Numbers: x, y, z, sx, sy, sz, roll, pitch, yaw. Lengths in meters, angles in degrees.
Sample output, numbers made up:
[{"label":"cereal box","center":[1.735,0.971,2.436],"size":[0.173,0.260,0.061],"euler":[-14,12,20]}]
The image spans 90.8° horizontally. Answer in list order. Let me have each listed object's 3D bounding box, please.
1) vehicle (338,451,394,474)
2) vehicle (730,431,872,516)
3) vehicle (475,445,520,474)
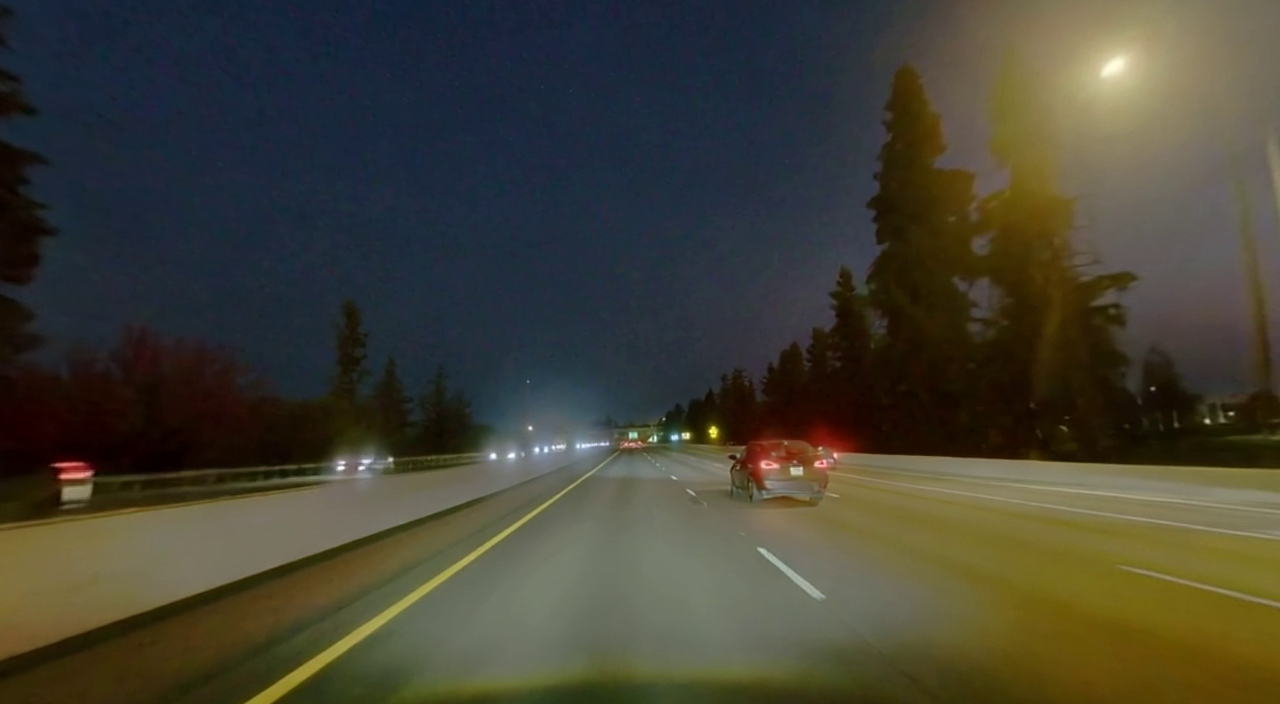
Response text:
[{"label":"vehicle","center":[-18.690,7.526,43.341],"size":[1.853,1.450,4.514],"euler":[0,-9,0]},{"label":"vehicle","center":[3.361,2.623,14.136],"size":[2.018,1.600,4.121],"euler":[0,-9,-1]},{"label":"vehicle","center":[-8.295,6.259,37.127],"size":[1.766,1.536,3.855],"euler":[0,-8,-1]}]
